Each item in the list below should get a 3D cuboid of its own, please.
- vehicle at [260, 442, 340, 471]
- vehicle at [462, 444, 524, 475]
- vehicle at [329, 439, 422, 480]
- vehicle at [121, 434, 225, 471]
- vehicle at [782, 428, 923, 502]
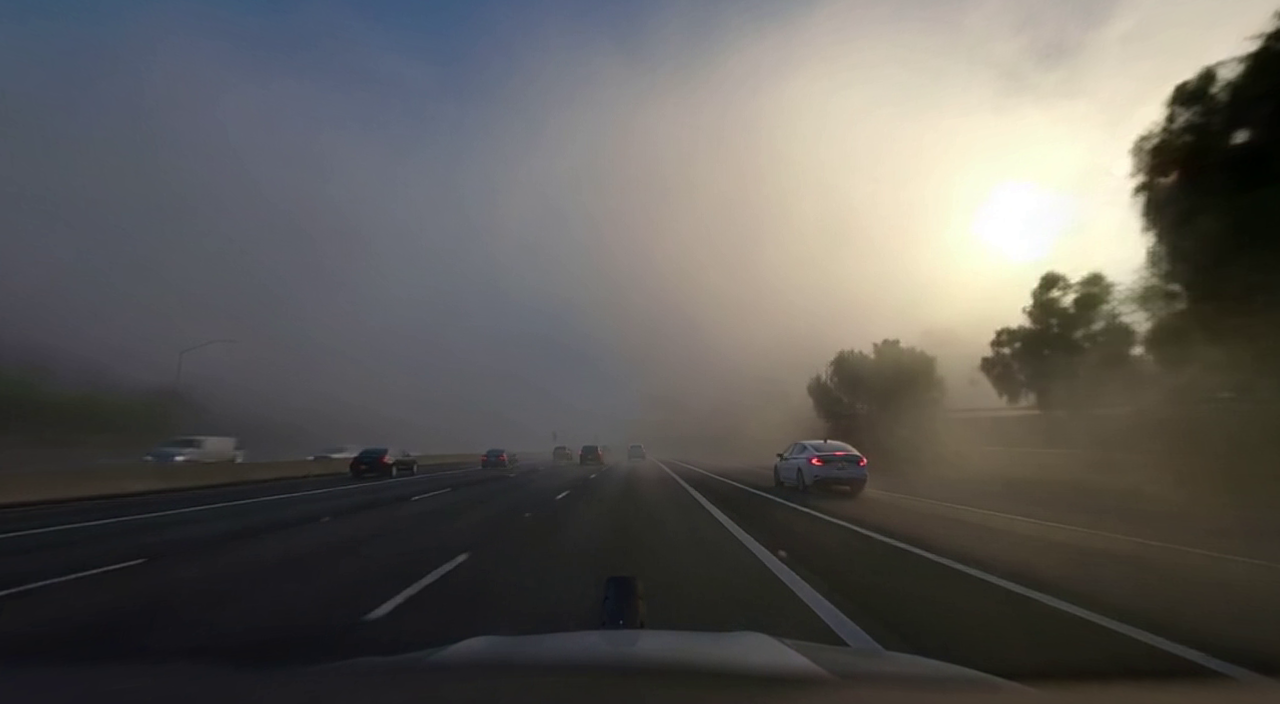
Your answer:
[{"bbox_3d":[-21.291,6.573,39.727,2.030,1.647,5.293,0,-9,1],"label":"vehicle"},{"bbox_3d":[-7.515,5.552,32.718,2.071,1.486,4.703,0,-9,1],"label":"vehicle"},{"bbox_3d":[-11.440,4.675,27.636,2.107,1.628,4.446,0,-9,1],"label":"vehicle"},{"bbox_3d":[-25.169,5.446,34.223,2.038,1.812,4.691,0,-9,0],"label":"vehicle"},{"bbox_3d":[5.805,3.173,18.058,2.259,1.816,4.862,0,-9,-1],"label":"vehicle"}]
